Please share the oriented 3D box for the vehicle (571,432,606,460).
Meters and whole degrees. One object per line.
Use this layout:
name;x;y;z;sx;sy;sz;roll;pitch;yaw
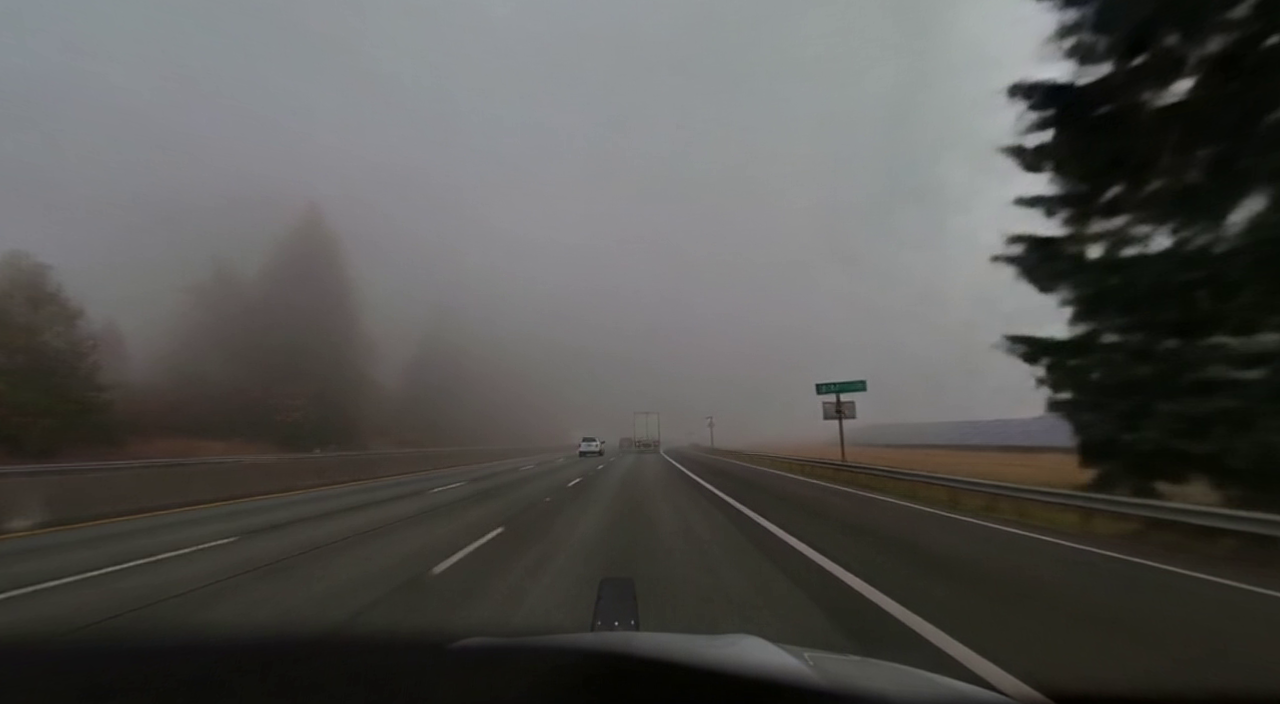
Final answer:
vehicle;-3.730;6.966;46.557;2.130;1.935;4.817;-1;-8;1
